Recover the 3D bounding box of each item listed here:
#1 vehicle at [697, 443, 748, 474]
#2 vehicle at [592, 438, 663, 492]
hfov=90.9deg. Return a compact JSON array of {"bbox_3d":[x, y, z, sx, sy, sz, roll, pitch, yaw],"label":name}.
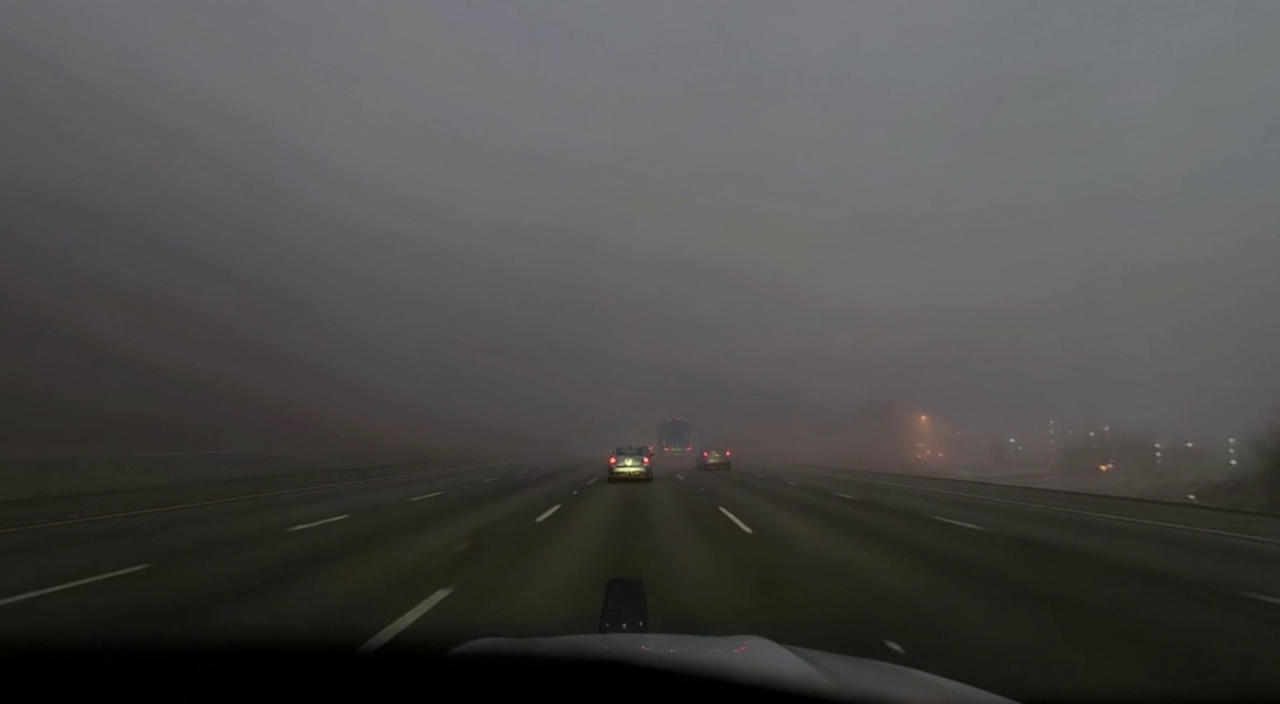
[{"bbox_3d":[4.158,5.426,32.324,1.971,1.472,4.301,0,-8,-1],"label":"vehicle"},{"bbox_3d":[-0.296,3.544,20.046,2.020,1.516,3.951,-1,-8,2],"label":"vehicle"}]
